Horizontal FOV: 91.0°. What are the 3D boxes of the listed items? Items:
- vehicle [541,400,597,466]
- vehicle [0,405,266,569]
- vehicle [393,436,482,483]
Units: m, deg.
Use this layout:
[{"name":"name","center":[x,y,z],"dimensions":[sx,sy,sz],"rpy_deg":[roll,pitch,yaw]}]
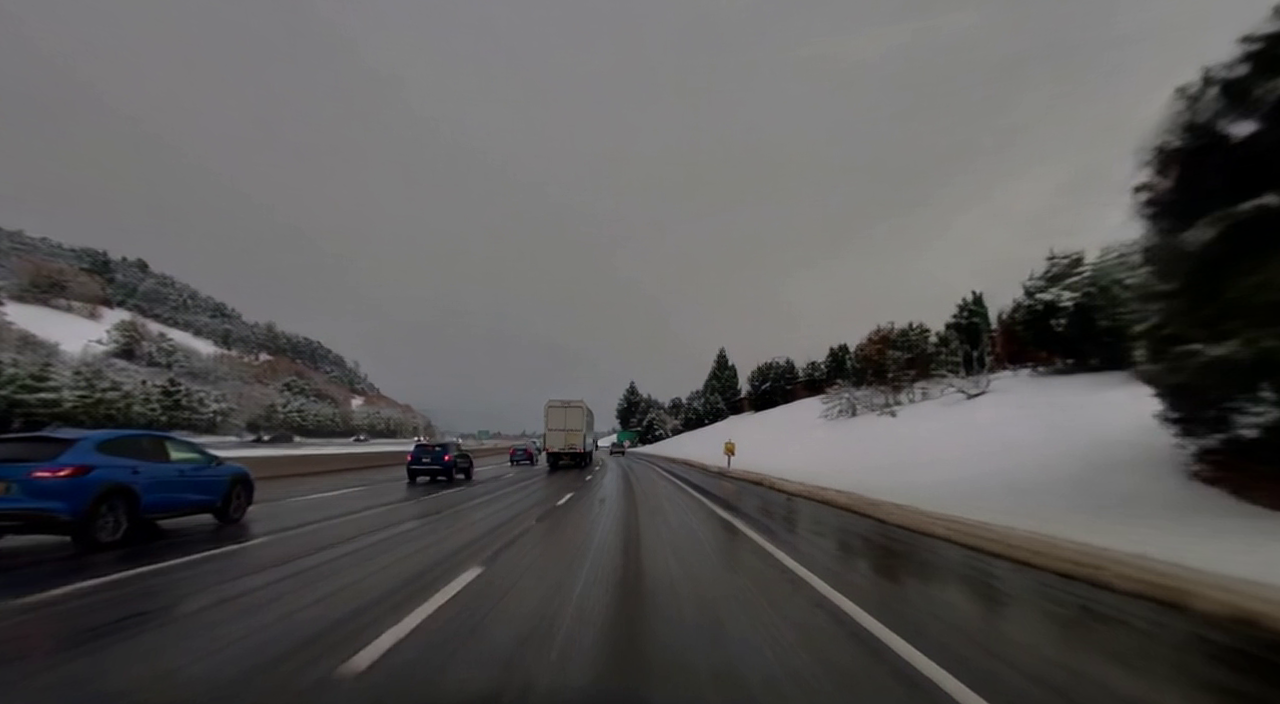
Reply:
[{"name":"vehicle","center":[-4.872,6.067,46.005],"dimensions":[2.880,4.025,14.064],"rpy_deg":[1,-9,-2]},{"name":"vehicle","center":[-7.669,1.757,8.924],"dimensions":[2.081,1.740,4.268],"rpy_deg":[0,-9,-1]},{"name":"vehicle","center":[-7.951,4.262,25.237],"dimensions":[2.099,1.644,4.638],"rpy_deg":[0,-9,-1]}]
